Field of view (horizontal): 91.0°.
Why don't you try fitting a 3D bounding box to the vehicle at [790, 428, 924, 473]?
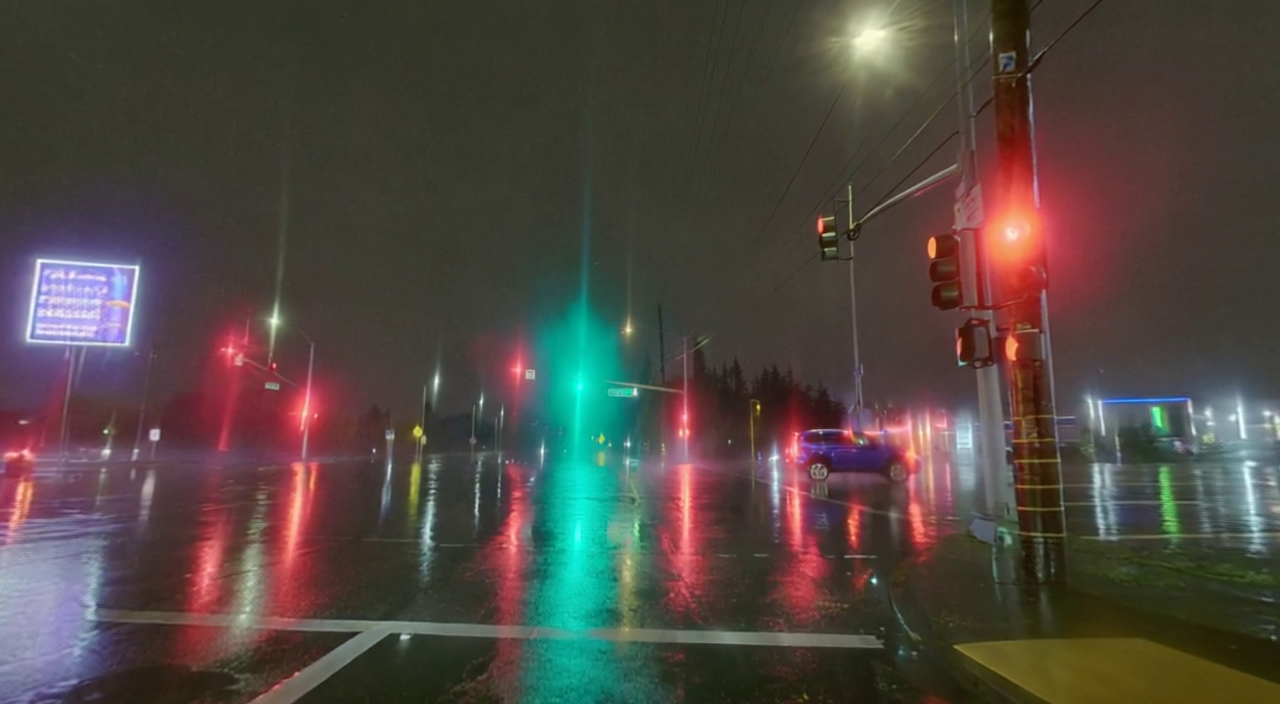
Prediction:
[{"bbox_3d":[8.702,4.019,25.724,4.884,1.714,2.021,-2,-9,12],"label":"vehicle"}]
